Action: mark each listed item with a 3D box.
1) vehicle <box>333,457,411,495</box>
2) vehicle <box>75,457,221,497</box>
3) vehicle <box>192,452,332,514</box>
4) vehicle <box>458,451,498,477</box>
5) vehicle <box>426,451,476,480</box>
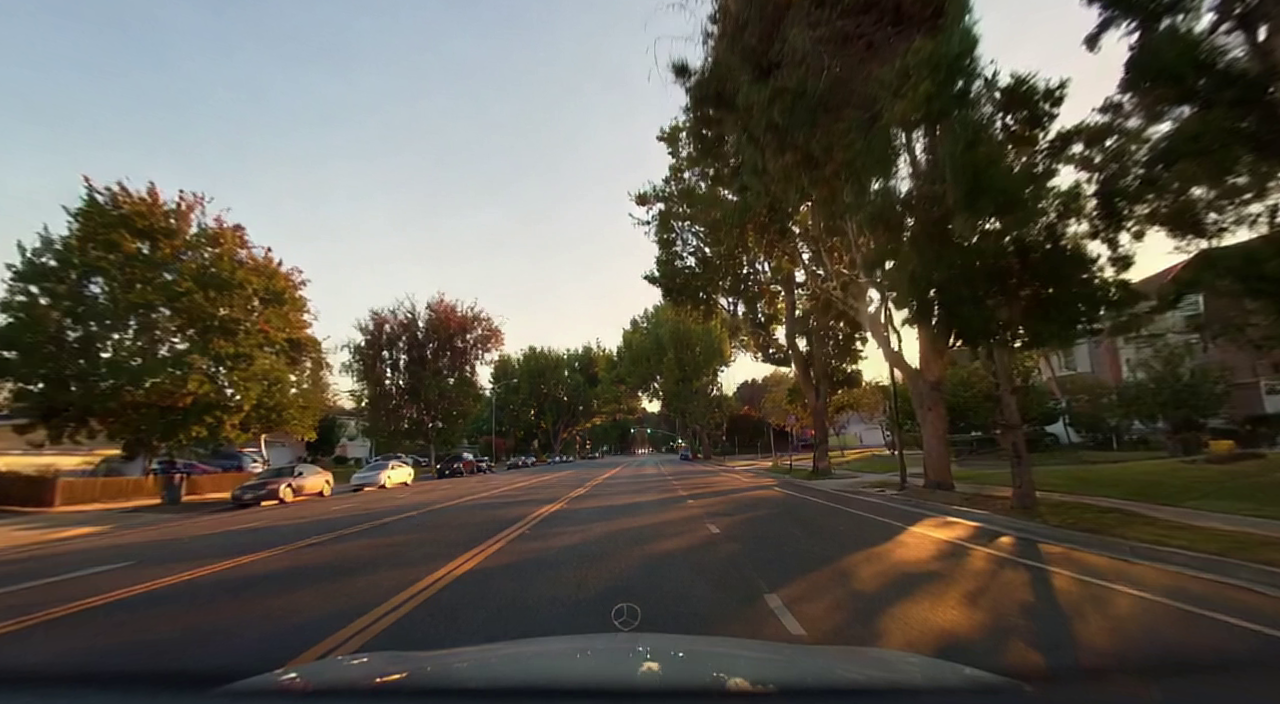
[{"bbox_3d":[-12.737,5.897,30.311,1.833,1.464,4.292,-4,-8,1],"label":"vehicle"},{"bbox_3d":[-21.357,5.401,27.678,1.834,1.486,4.604,-4,-9,23],"label":"vehicle"},{"bbox_3d":[-12.919,4.464,22.004,2.086,1.720,4.499,-3,-8,0],"label":"vehicle"},{"bbox_3d":[-12.332,8.554,48.363,1.882,1.727,3.945,-4,-8,1],"label":"vehicle"},{"bbox_3d":[-12.633,7.625,42.579,1.882,1.775,4.904,0,-9,0],"label":"vehicle"}]
